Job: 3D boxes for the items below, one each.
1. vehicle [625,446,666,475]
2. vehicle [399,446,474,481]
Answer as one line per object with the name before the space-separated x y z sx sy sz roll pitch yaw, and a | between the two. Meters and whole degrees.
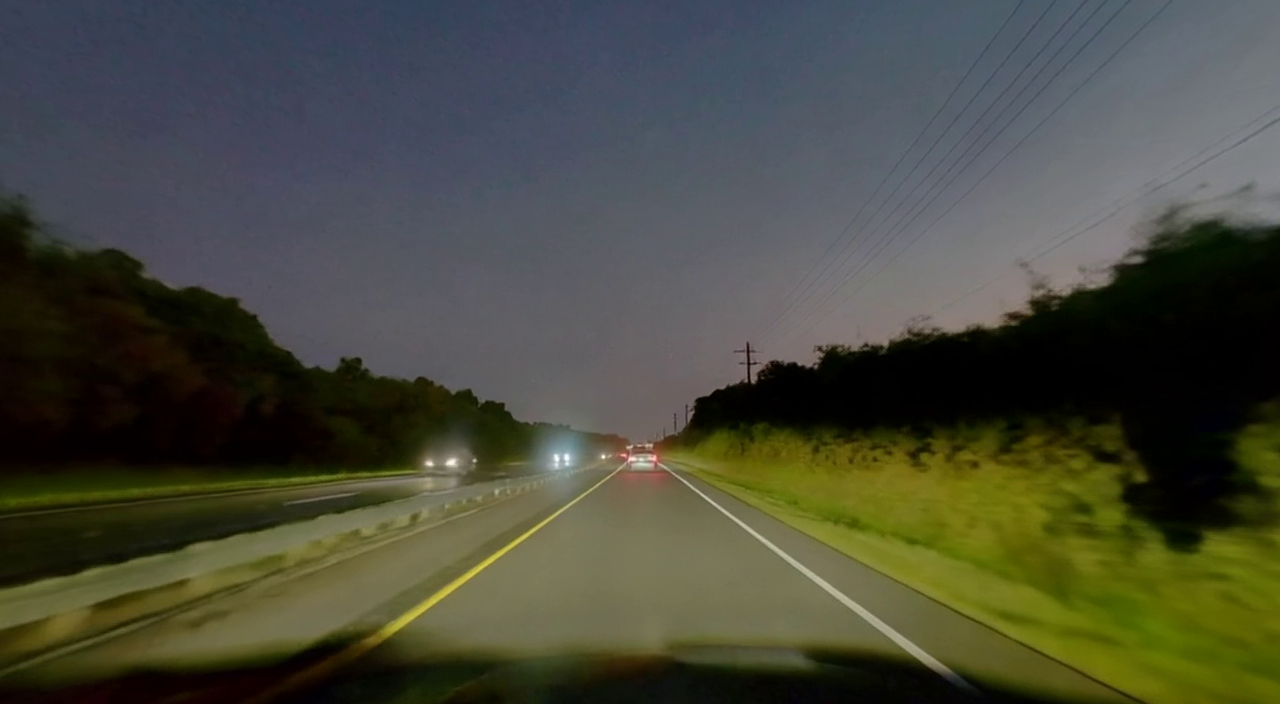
vehicle | 0.267 5.945 34.565 2.080 1.486 3.813 0 -9 0
vehicle | -9.496 5.239 29.870 1.958 1.515 4.791 0 -9 0
